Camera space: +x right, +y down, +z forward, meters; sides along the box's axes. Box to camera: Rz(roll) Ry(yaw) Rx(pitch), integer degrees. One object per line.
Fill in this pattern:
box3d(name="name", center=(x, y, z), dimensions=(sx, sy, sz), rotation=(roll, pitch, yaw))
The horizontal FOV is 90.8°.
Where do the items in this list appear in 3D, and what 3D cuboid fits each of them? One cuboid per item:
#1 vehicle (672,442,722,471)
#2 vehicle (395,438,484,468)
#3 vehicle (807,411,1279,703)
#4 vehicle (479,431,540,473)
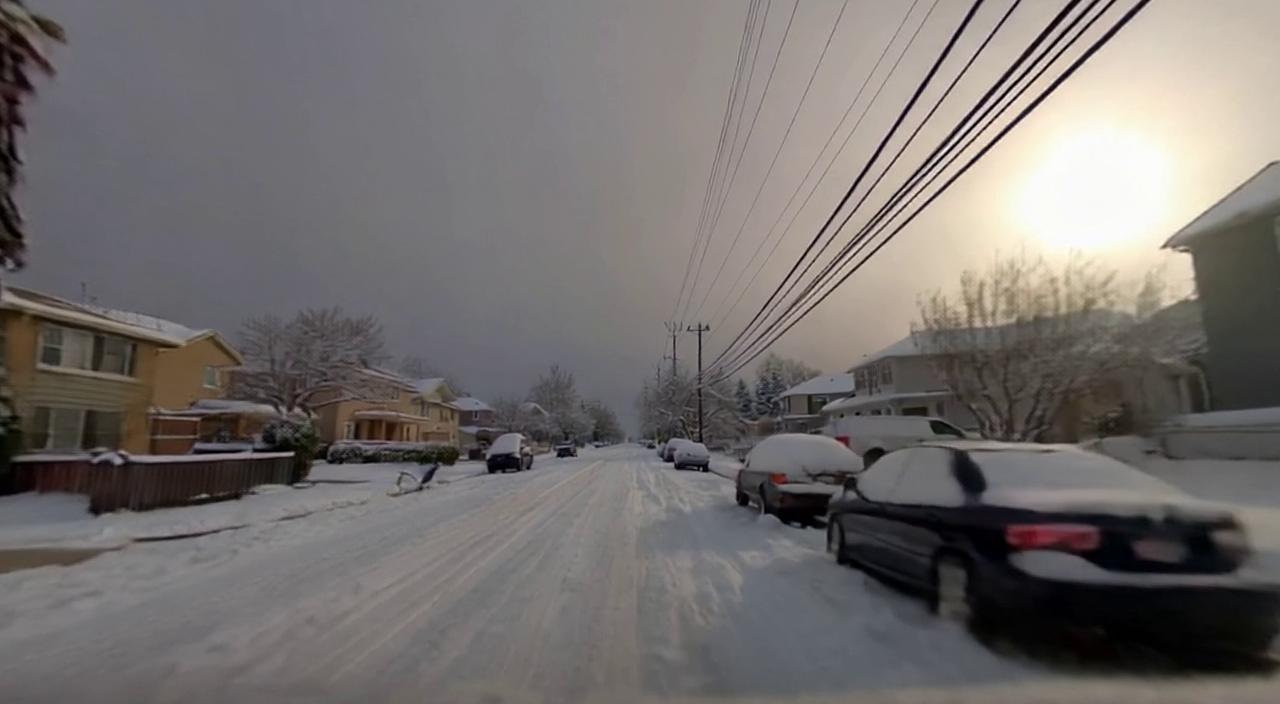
box3d(name="vehicle", center=(2.694, 5.050, 30.690), dimensions=(1.827, 1.286, 3.684), rotation=(1, -8, -5))
box3d(name="vehicle", center=(-11.846, 5.960, 37.529), dimensions=(4.529, 1.677, 2.204), rotation=(0, -8, 0))
box3d(name="vehicle", center=(2.849, 1.306, 5.120), dimensions=(1.870, 1.490, 3.802), rotation=(0, -8, -1))
box3d(name="vehicle", center=(-6.685, 5.247, 32.852), dimensions=(2.156, 1.932, 4.518), rotation=(-2, -11, 1))
